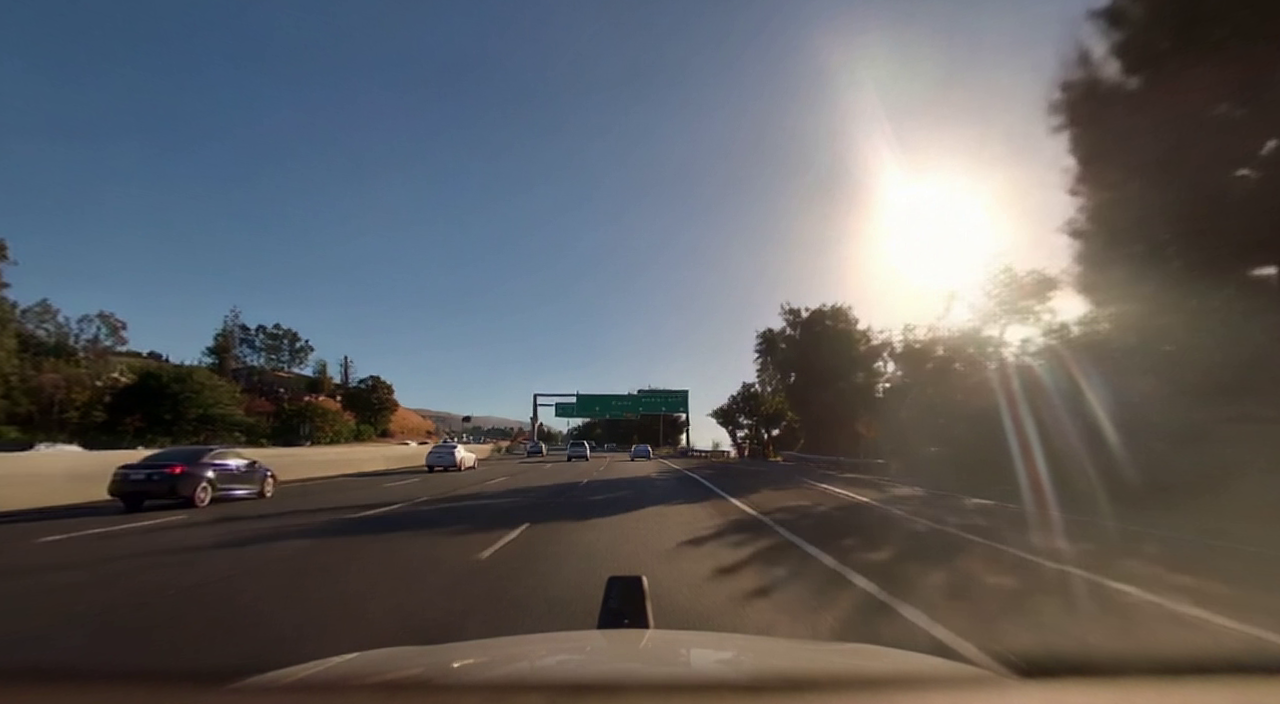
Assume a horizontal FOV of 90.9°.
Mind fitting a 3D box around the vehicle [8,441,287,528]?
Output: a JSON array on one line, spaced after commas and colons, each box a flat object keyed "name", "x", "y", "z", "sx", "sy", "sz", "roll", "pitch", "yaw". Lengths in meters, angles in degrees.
[{"name": "vehicle", "x": -9.833, "y": 2.644, "z": 13.335, "sx": 1.935, "sy": 1.474, "sz": 5.033, "roll": 0, "pitch": -9, "yaw": -2}]

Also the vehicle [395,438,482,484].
[{"name": "vehicle", "x": -7.795, "y": 4.235, "z": 24.849, "sx": 2.086, "sy": 1.628, "sz": 4.039, "roll": 0, "pitch": -9, "yaw": 0}]

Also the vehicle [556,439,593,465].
[{"name": "vehicle", "x": -4.245, "y": 6.565, "z": 41.569, "sx": 1.991, "sy": 1.610, "sz": 4.606, "roll": 0, "pitch": -9, "yaw": -1}]

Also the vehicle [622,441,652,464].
[{"name": "vehicle", "x": -0.233, "y": 6.688, "z": 41.951, "sx": 1.881, "sy": 1.460, "sz": 3.694, "roll": 0, "pitch": -9, "yaw": -1}]
